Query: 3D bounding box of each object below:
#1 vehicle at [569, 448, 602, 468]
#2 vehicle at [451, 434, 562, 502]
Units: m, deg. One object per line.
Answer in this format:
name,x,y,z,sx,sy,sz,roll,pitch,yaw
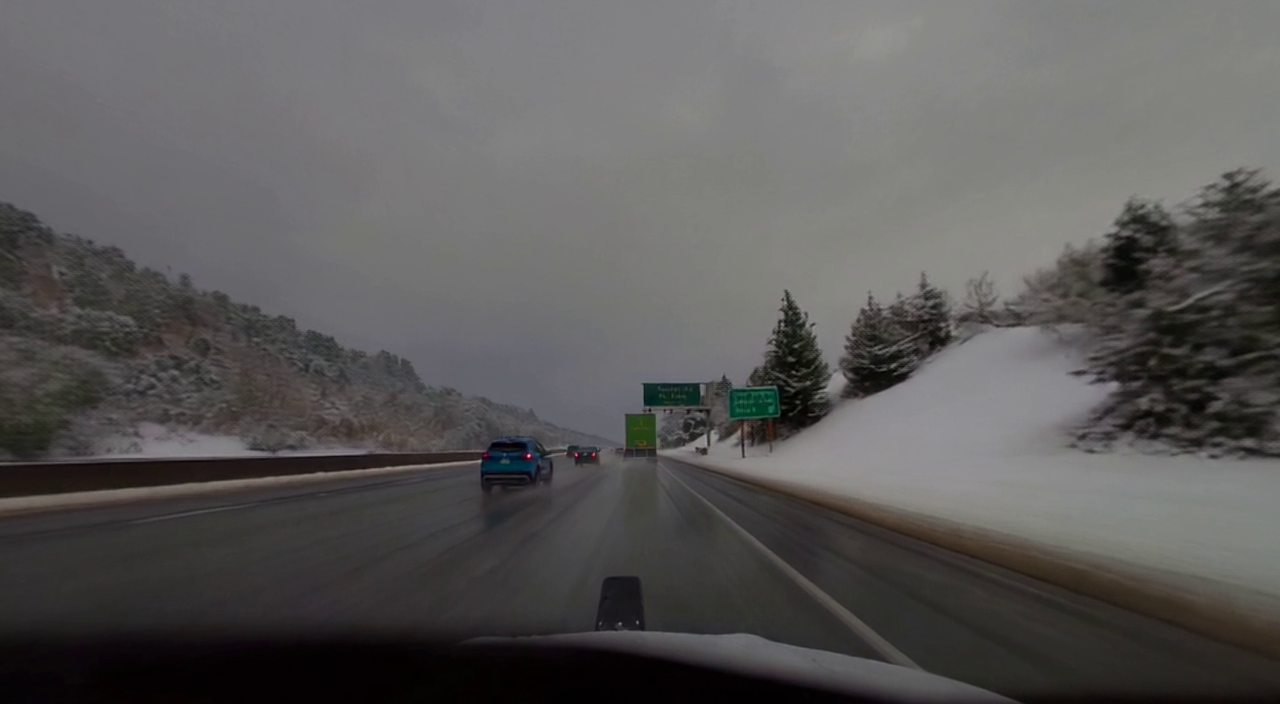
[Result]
vehicle,-4.184,8.214,49.105,2.101,1.476,4.471,0,-9,0
vehicle,-3.759,3.377,18.735,2.194,1.725,4.698,0,-9,1
